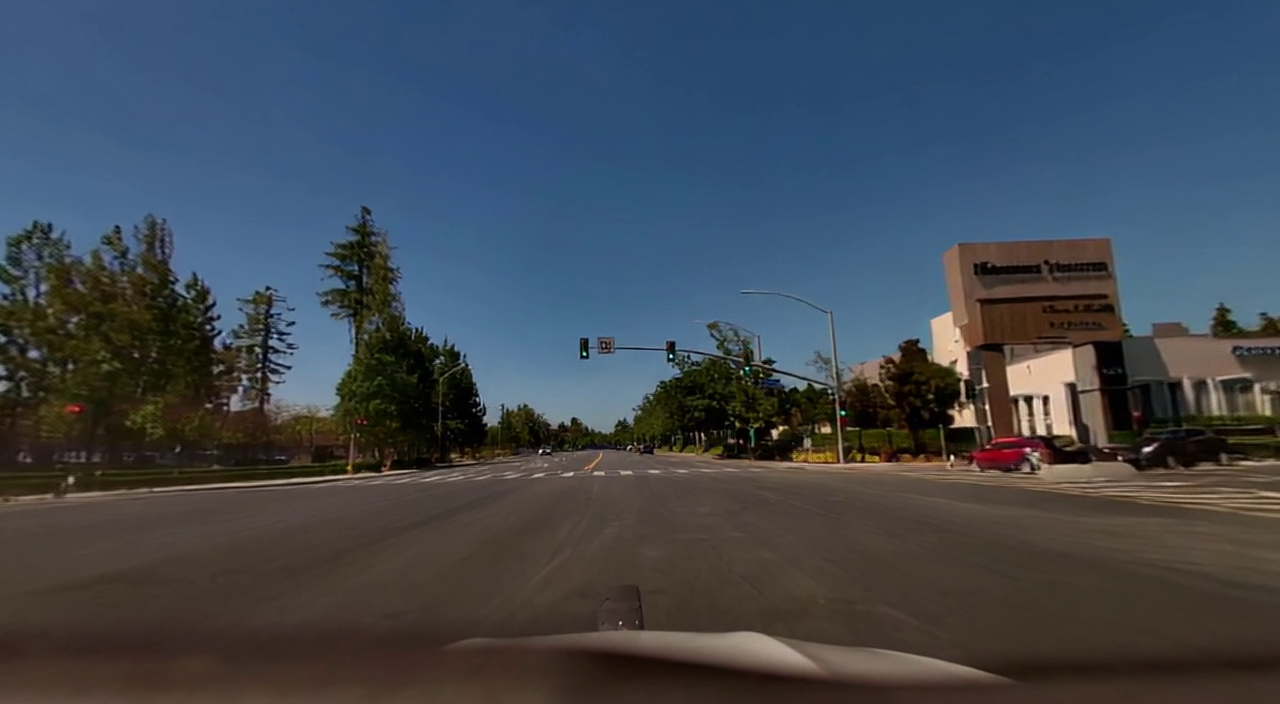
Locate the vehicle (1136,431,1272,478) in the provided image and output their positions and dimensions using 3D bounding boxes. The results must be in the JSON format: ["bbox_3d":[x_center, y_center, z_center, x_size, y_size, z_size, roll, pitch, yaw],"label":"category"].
[{"bbox_3d":[19.662,3.548,22.046,3.942,1.505,1.848,3,-9,-22],"label":"vehicle"}]

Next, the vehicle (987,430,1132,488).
[{"bbox_3d":[13.319,3.362,20.095,3.780,1.496,1.867,0,-8,-21],"label":"vehicle"}]
